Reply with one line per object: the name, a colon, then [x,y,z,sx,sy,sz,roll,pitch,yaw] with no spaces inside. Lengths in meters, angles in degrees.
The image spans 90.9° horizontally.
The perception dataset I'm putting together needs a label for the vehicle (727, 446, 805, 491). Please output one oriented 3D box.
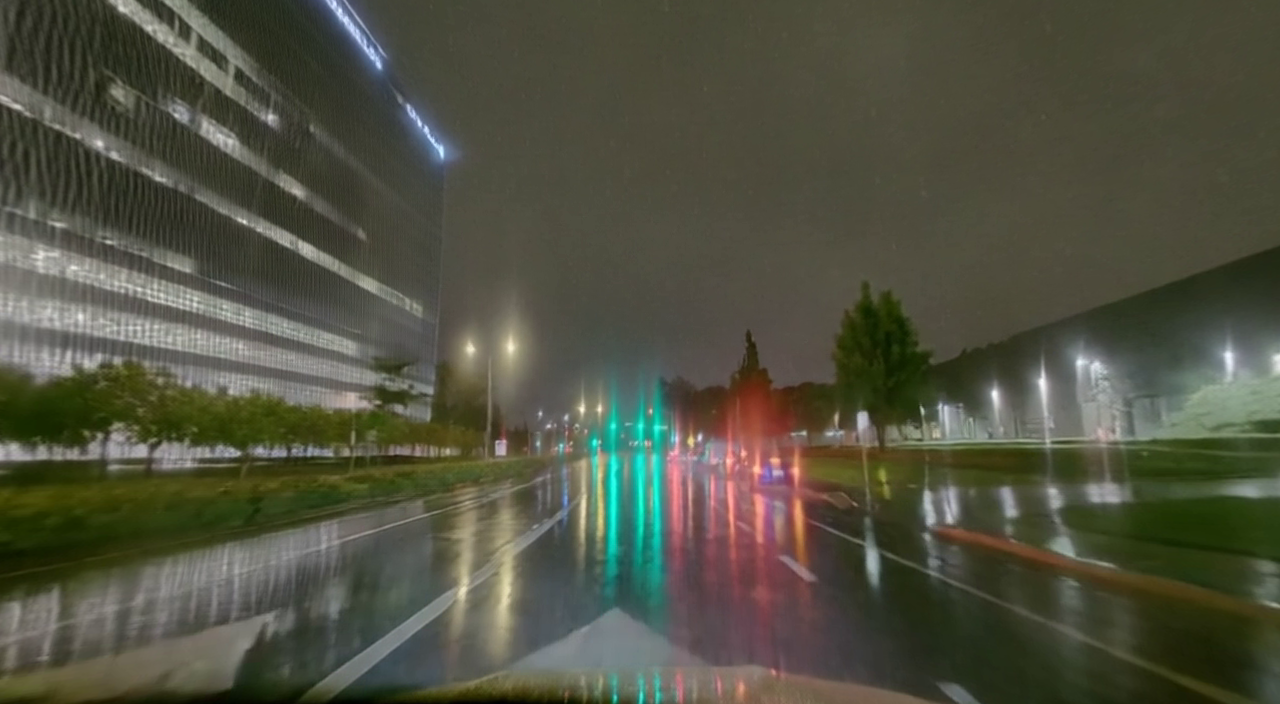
vehicle: [4.421,4.143,22.762,1.872,1.420,4.201,0,-8,-1]
